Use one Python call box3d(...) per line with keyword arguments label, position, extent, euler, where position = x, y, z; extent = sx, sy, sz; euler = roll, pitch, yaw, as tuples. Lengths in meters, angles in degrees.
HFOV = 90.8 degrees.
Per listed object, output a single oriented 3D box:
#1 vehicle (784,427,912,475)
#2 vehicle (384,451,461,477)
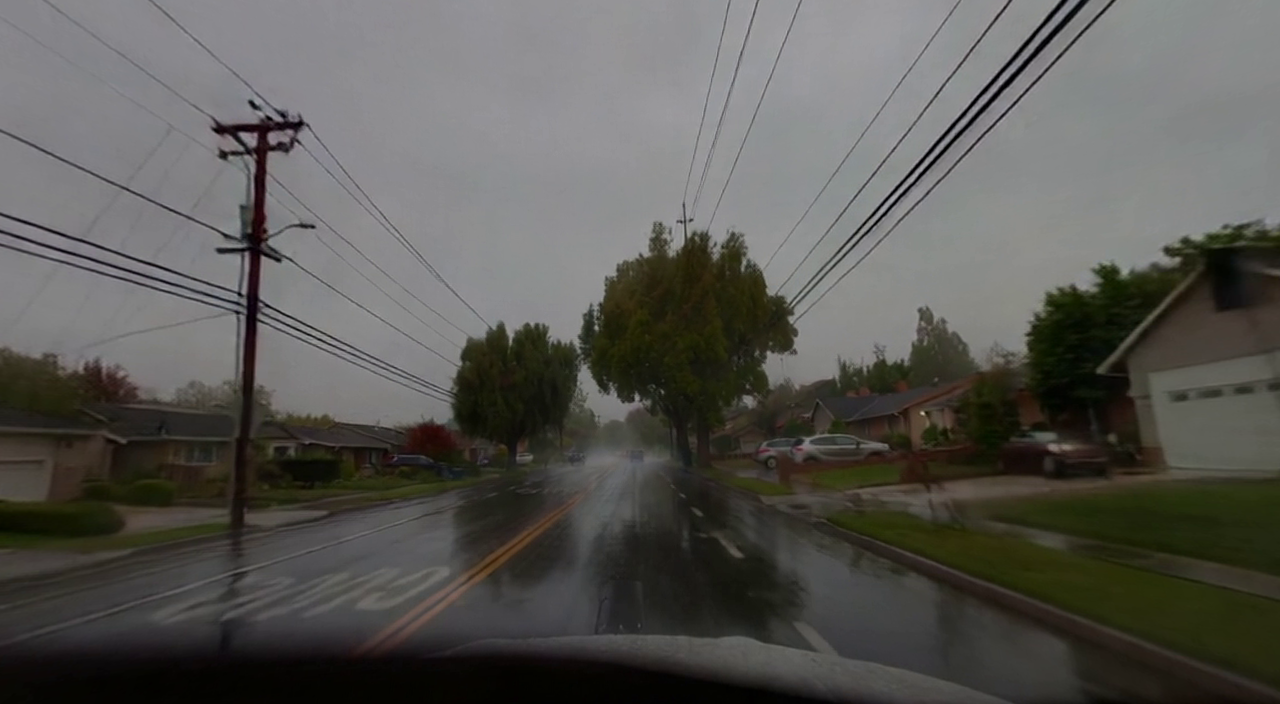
box3d(label="vehicle", position=(8.863, 4.276, 27.296), extent=(4.747, 1.942, 2.158), euler=(0, -9, 1))
box3d(label="vehicle", position=(-14.961, 7.715, 43.693), extent=(4.501, 1.689, 2.106), euler=(0, -9, 1))
